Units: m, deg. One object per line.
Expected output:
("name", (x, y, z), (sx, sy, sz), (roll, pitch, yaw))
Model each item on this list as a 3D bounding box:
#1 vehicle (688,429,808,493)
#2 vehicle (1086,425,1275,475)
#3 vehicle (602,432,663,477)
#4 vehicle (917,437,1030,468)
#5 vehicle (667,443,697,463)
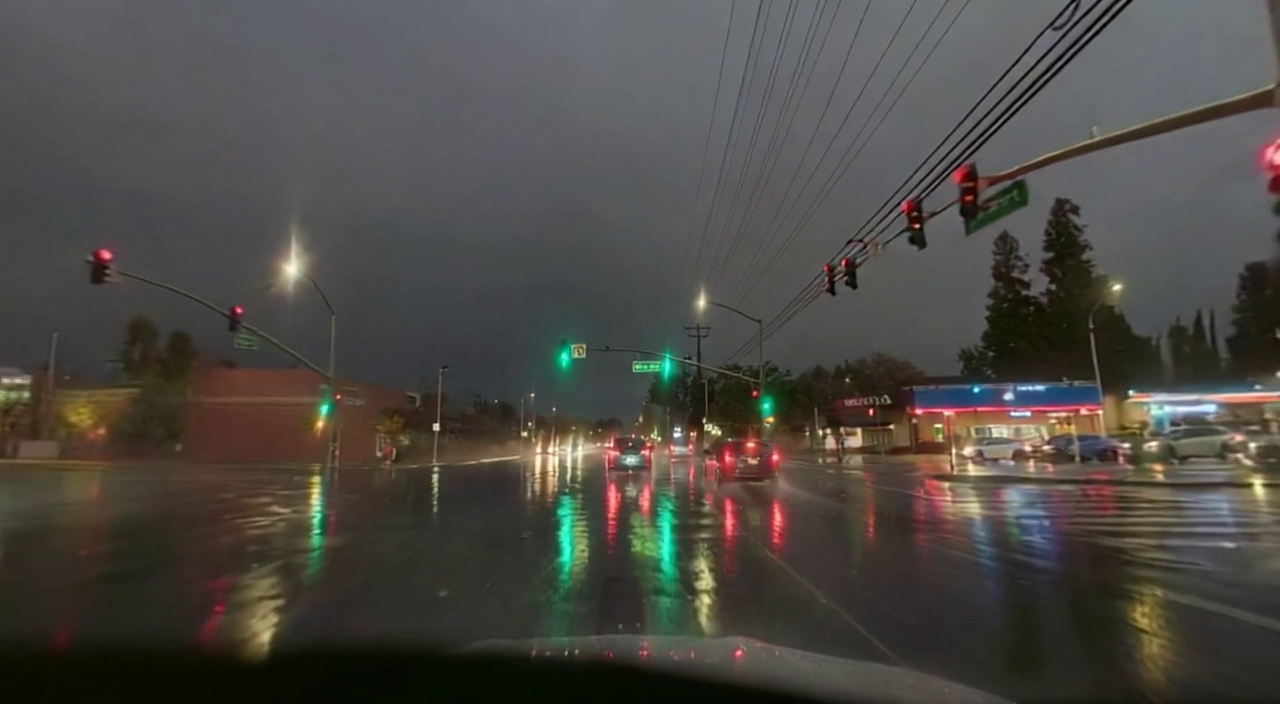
("vehicle", (2.663, 2.837, 16.807), (2.208, 1.436, 4.542), (0, -8, -2))
("vehicle", (17.419, 3.174, 20.514), (4.436, 1.503, 1.844), (0, -8, -2))
("vehicle", (-0.275, 3.751, 23.353), (2.065, 1.484, 3.894), (0, -8, -1))
("vehicle", (17.067, 5.152, 32.479), (4.749, 1.465, 1.938), (0, -8, -3))
("vehicle", (3.250, 7.893, 49.568), (1.971, 1.477, 4.121), (0, -8, -1))
